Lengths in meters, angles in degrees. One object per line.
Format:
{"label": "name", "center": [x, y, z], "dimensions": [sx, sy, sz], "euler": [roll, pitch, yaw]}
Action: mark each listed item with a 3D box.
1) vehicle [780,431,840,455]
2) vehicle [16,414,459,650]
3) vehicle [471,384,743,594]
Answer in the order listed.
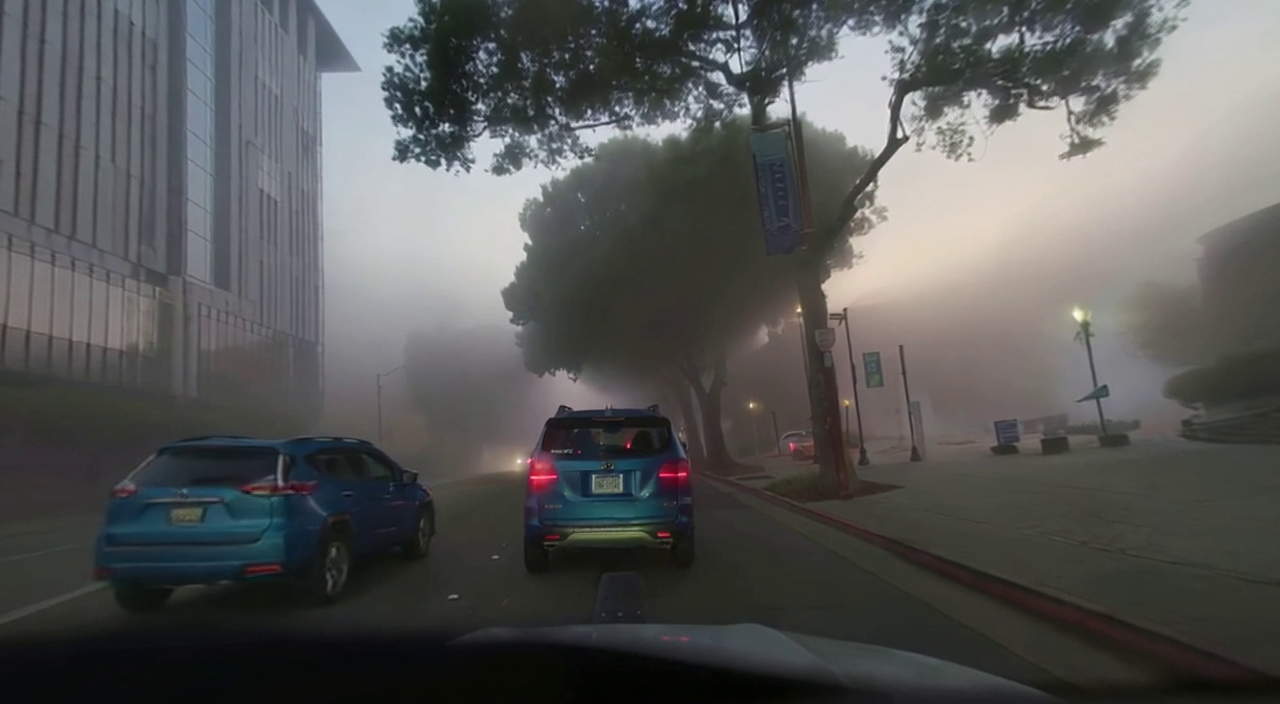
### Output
{"label": "vehicle", "center": [10.544, 5.616, 39.007], "dimensions": [1.877, 1.416, 3.965], "euler": [-8, -11, 42]}
{"label": "vehicle", "center": [-3.552, 1.623, 6.855], "dimensions": [1.971, 1.658, 4.428], "euler": [0, -8, -2]}
{"label": "vehicle", "center": [-0.388, 1.595, 8.199], "dimensions": [2.531, 1.930, 4.382], "euler": [0, -8, -2]}
